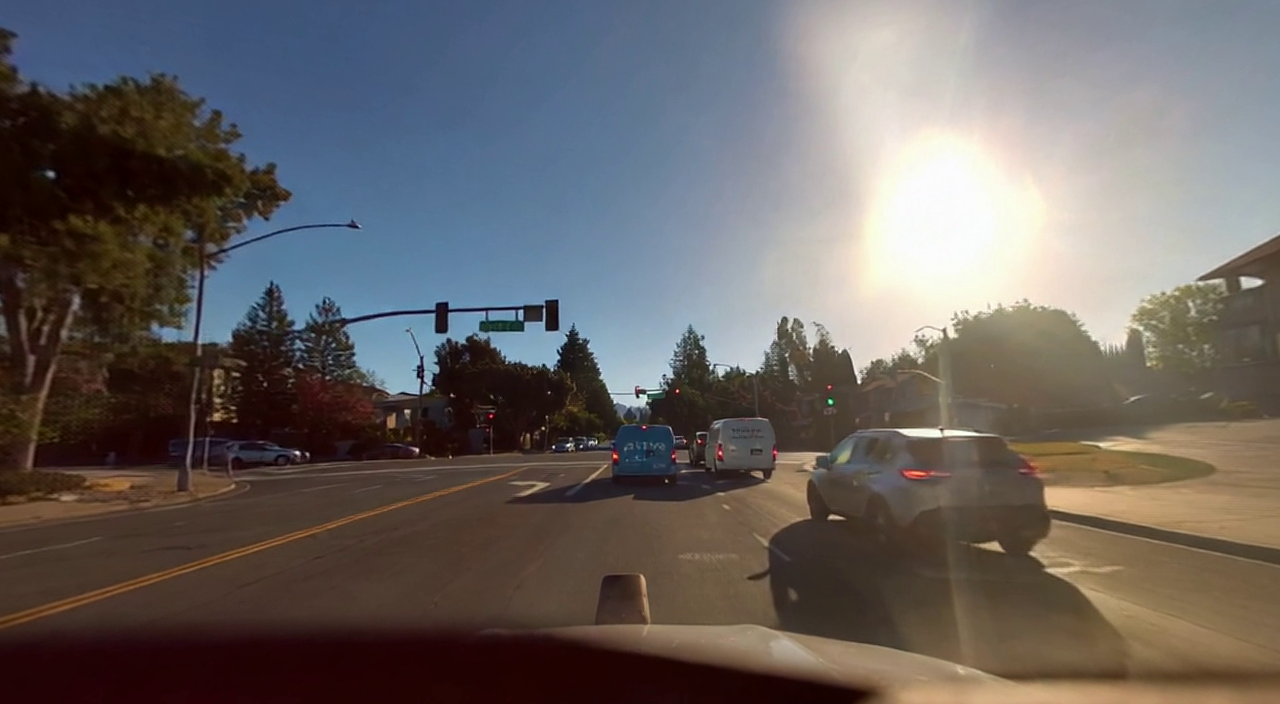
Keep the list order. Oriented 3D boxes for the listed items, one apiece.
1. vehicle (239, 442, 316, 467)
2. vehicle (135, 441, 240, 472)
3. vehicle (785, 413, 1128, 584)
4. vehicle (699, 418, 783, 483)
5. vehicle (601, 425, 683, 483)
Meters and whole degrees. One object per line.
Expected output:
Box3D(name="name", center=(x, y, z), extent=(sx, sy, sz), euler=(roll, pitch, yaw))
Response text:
Box3D(name="vehicle", center=(-24.992, 7.064, 43.362), extent=(4.073, 1.603, 1.920), euler=(1, -9, -8))
Box3D(name="vehicle", center=(-28.118, 6.484, 39.160), extent=(4.757, 1.841, 2.121), euler=(1, -9, -7))
Box3D(name="vehicle", center=(3.361, 1.660, 7.940), extent=(1.934, 1.506, 4.544), euler=(0, -9, 0))
Box3D(name="vehicle", center=(3.201, 3.251, 20.785), extent=(2.059, 1.924, 4.257), euler=(0, -9, 0))
Box3D(name="vehicle", center=(0.104, 3.257, 20.127), extent=(2.321, 1.624, 4.367), euler=(0, -9, 1))
